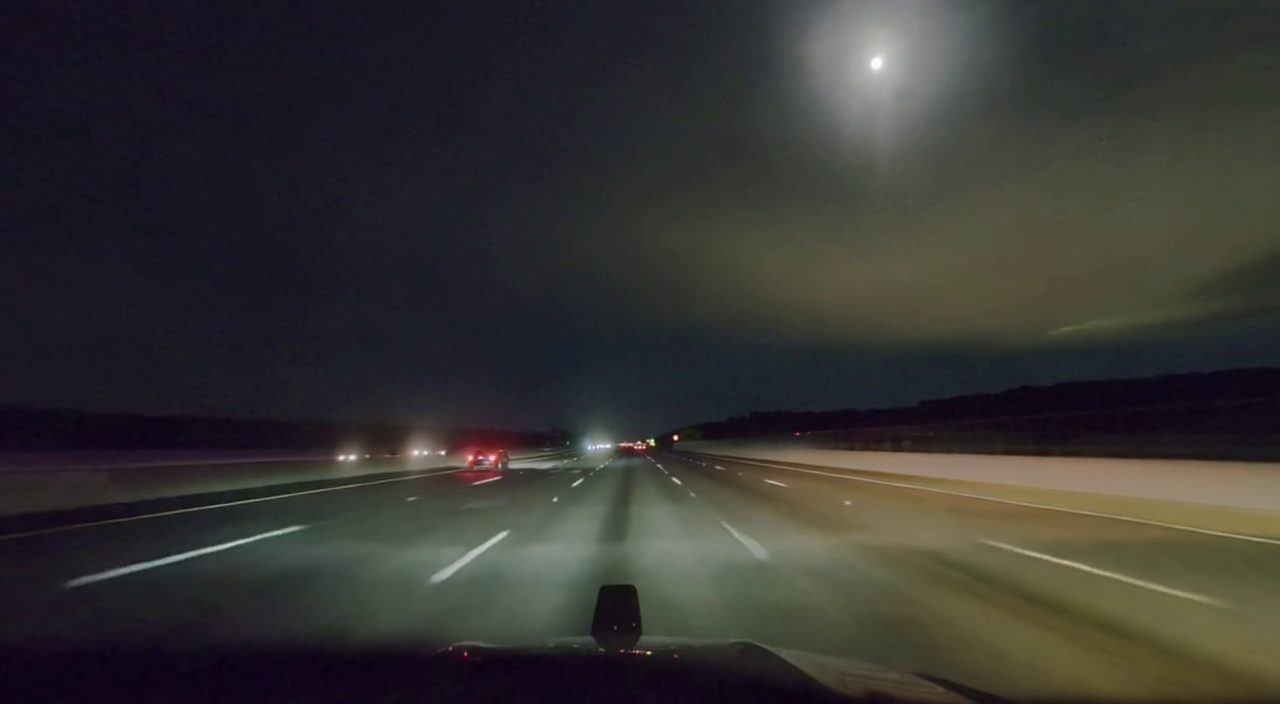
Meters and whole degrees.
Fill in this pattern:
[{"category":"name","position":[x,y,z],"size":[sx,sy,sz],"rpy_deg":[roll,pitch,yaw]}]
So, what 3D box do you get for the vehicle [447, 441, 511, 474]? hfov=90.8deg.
[{"category":"vehicle","position":[-8.138,5.349,32.474],"size":[2.005,1.545,4.874],"rpy_deg":[0,-8,0]}]
